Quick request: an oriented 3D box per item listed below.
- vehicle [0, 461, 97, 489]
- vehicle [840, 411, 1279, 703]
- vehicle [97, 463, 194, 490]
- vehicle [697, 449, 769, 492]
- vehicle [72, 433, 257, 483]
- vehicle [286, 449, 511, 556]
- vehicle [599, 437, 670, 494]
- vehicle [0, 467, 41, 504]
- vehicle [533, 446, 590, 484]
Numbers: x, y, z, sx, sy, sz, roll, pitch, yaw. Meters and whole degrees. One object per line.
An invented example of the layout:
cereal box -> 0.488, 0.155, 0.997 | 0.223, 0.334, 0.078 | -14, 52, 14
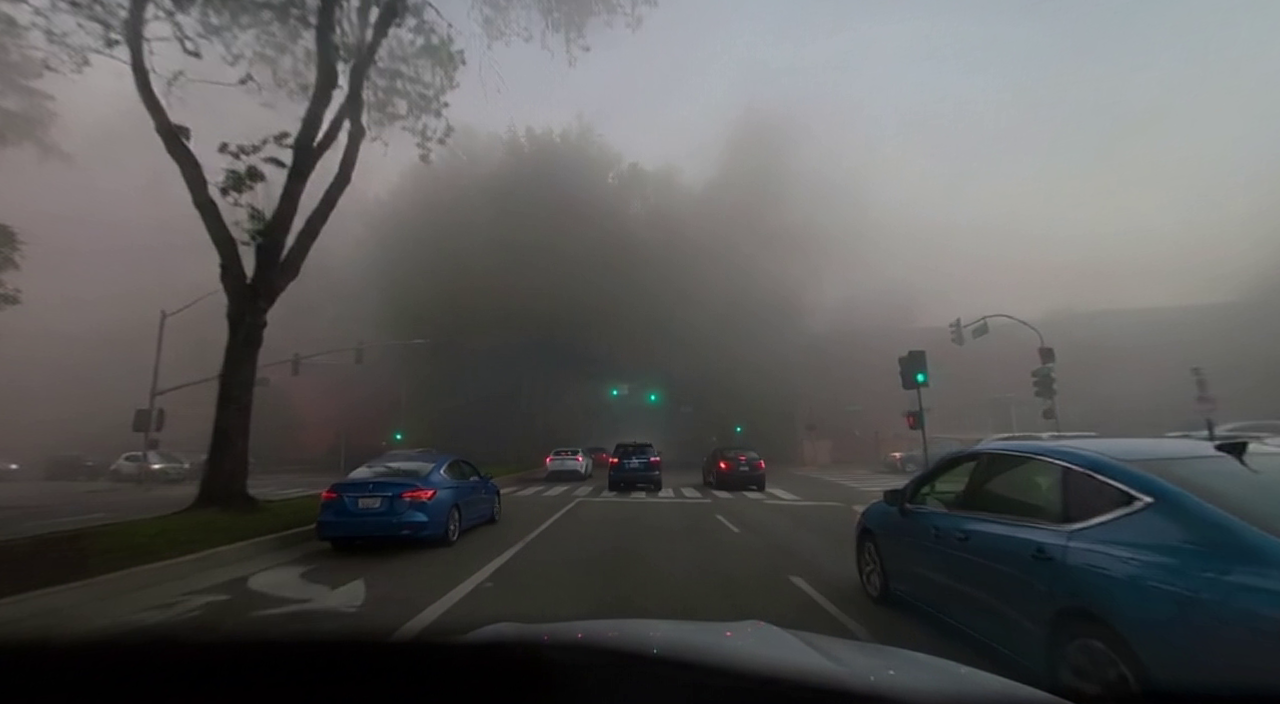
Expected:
vehicle -> -37.183, 7.711, 39.622 | 4.625, 1.618, 2.035 | -2, -9, 12
vehicle -> 3.032, 1.234, 3.982 | 2.052, 1.475, 4.540 | 0, -9, 0
vehicle -> -29.944, 7.520, 38.211 | 4.488, 1.445, 2.098 | -2, -9, 12
vehicle -> 3.471, 4.498, 24.333 | 2.058, 1.472, 4.317 | 0, -9, -1
vehicle -> -34.935, 7.707, 46.384 | 12.467, 3.385, 3.314 | -2, -9, 13
vehicle -> -3.592, 2.294, 10.323 | 2.115, 1.369, 3.908 | 0, -9, 0
vehicle -> -0.198, 4.124, 23.300 | 2.361, 1.898, 4.465 | 0, -9, 0
vehicle -> -29.212, 6.142, 29.232 | 1.921, 1.452, 4.549 | 8, -12, -43
vehicle -> -3.584, 5.229, 29.561 | 2.130, 1.645, 3.995 | 0, -9, 1
